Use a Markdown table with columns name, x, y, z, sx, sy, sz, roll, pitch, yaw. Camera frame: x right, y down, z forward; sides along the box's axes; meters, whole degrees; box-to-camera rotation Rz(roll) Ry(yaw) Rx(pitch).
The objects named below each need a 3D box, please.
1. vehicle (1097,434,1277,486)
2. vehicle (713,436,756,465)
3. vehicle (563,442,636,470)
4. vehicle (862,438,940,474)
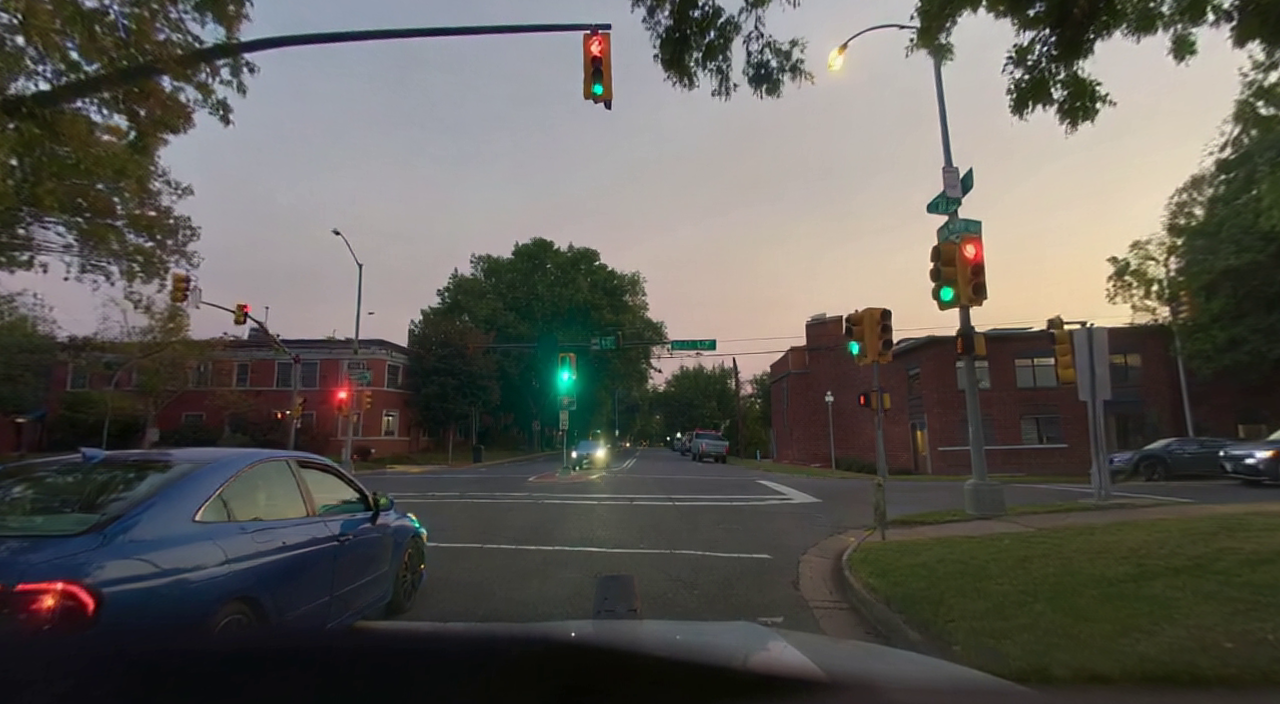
| name | x | y | z | sx | sy | sz | roll | pitch | yaw |
| --- | --- | --- | --- | --- | --- | --- | --- | --- | --- |
| vehicle | 16.803 | 3.321 | 19.511 | 3.876 | 1.512 | 1.784 | 0 | -8 | -1 |
| vehicle | 6.912 | 7.175 | 46.196 | 1.491 | 2.041 | 2.964 | 6 | -9 | -33 |
| vehicle | -2.438 | 6.151 | 37.554 | 3.991 | 1.526 | 1.868 | -4 | -9 | 30 |
| vehicle | 12.398 | 5.036 | 30.252 | 1.922 | 1.529 | 3.964 | 0 | -12 | -1 |
